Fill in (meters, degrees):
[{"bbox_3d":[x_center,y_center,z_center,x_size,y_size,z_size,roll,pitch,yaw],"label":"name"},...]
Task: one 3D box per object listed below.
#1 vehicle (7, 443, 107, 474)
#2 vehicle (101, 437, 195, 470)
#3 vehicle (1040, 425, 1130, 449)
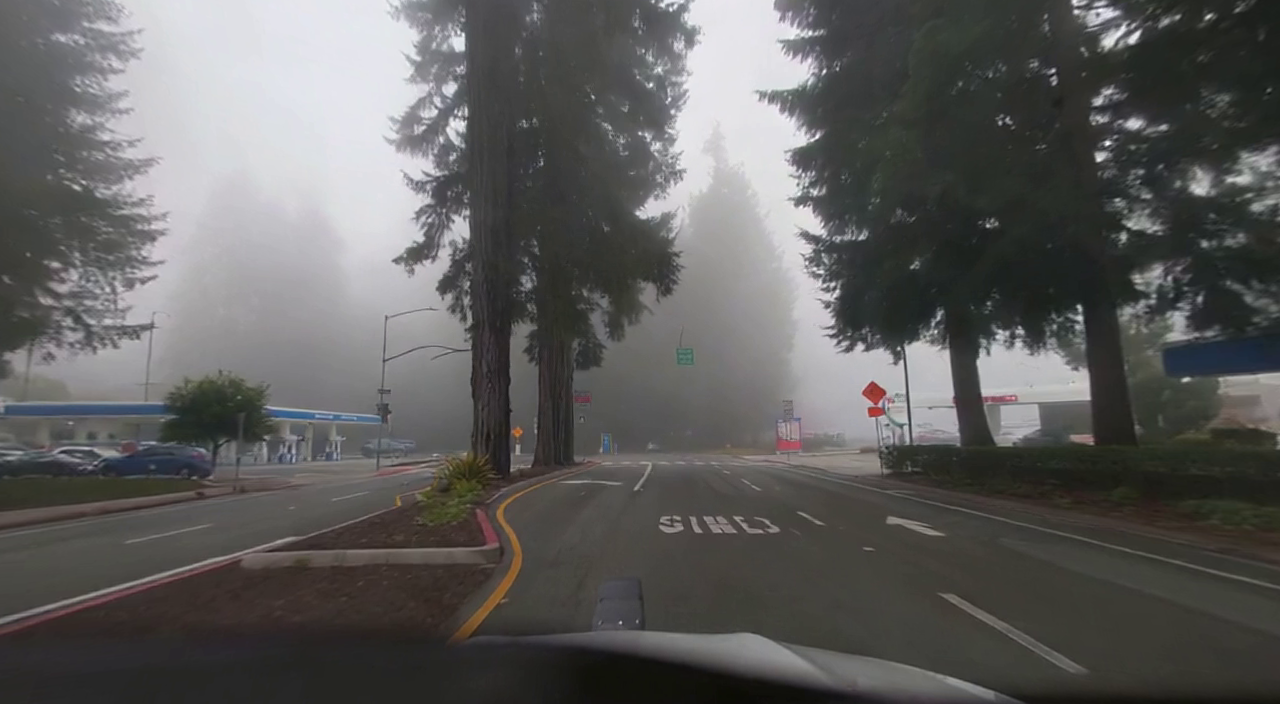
[{"bbox_3d":[-33.888,6.177,36.759,4.185,1.504,1.956,-4,-8,6],"label":"vehicle"},{"bbox_3d":[-32.700,6.739,42.029,4.847,1.872,2.114,-3,-7,8],"label":"vehicle"},{"bbox_3d":[29.603,5.706,42.108,1.885,1.446,4.469,8,-12,-42],"label":"vehicle"}]
